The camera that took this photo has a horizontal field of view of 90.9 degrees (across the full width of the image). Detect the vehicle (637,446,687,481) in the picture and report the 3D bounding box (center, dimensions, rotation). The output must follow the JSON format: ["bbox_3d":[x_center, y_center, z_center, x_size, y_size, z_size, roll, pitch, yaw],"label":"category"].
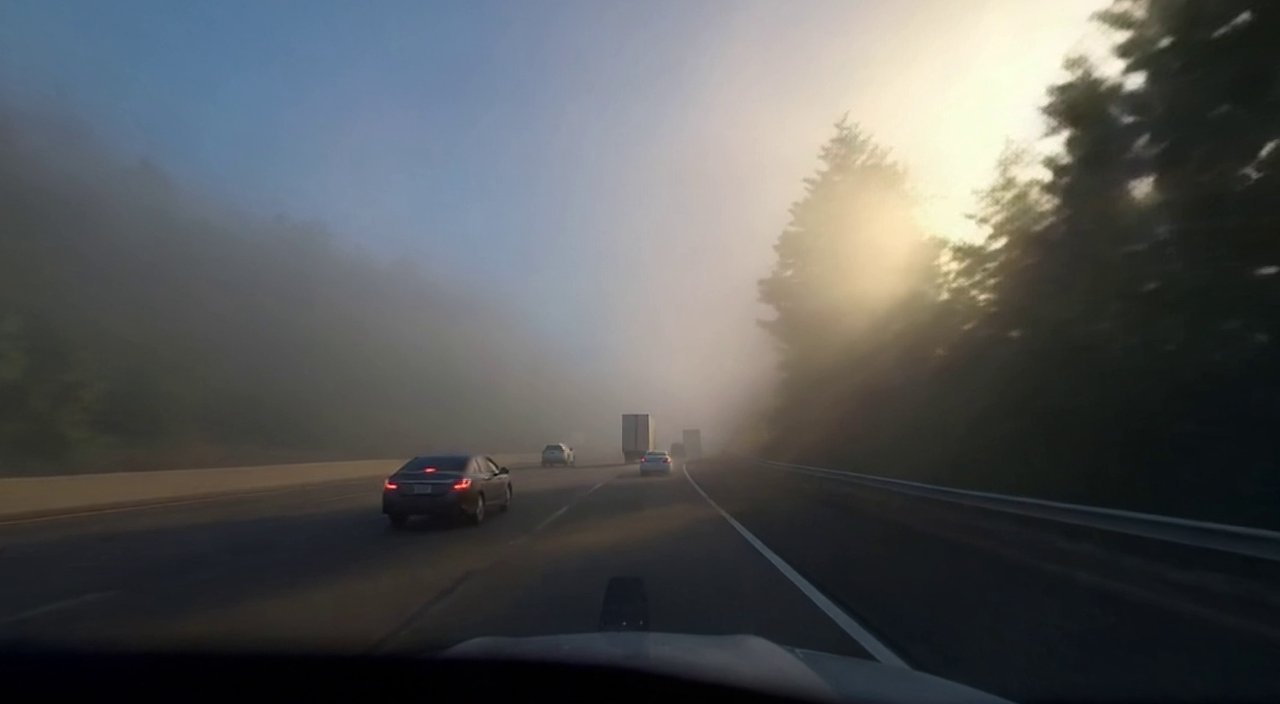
[{"bbox_3d":[0.982,4.758,27.098,1.984,1.365,3.767,-1,-9,3],"label":"vehicle"}]

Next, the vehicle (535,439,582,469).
[{"bbox_3d":[-5.358,6.820,42.361,2.142,1.833,4.854,-1,-9,5],"label":"vehicle"}]

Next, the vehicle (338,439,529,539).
[{"bbox_3d":[-3.553,2.442,11.950,1.916,1.486,4.631,-1,-9,2],"label":"vehicle"}]
